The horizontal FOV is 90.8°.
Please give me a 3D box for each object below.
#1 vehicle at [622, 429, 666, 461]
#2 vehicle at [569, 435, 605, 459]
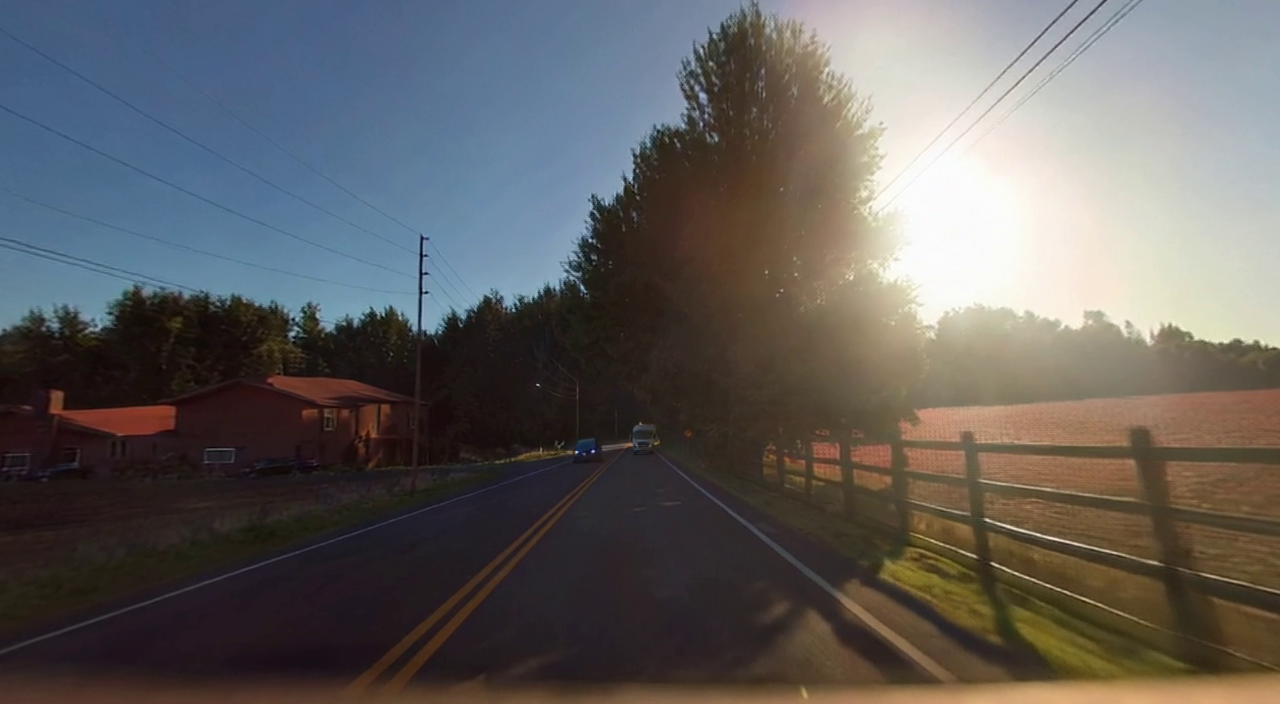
[{"bbox_3d":[0.141,6.033,40.890,2.649,1.870,5.885,0,-8,-2],"label":"vehicle"},{"bbox_3d":[-4.008,7.302,48.525,2.342,1.778,4.613,0,-8,1],"label":"vehicle"}]
